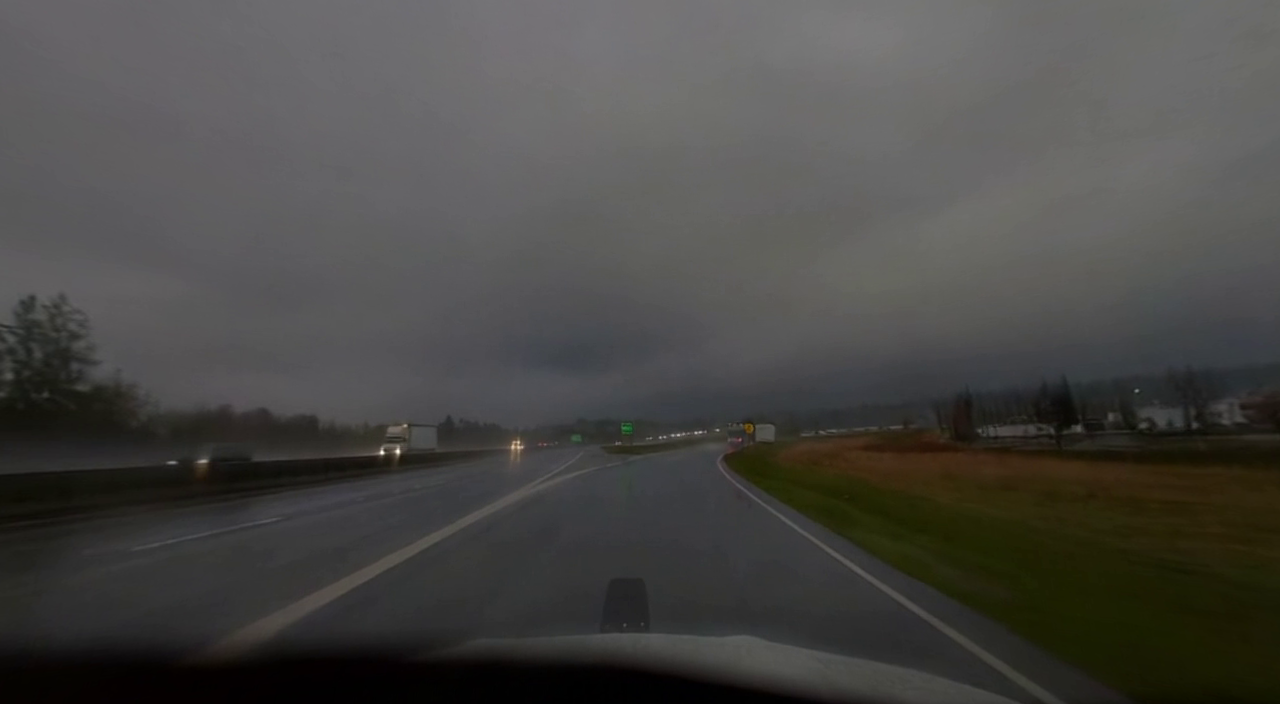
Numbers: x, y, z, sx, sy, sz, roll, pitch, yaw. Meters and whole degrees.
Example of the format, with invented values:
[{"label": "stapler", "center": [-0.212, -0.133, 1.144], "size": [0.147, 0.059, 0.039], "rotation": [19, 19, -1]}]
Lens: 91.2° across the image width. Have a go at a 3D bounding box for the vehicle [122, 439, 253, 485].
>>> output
[{"label": "vehicle", "center": [-17.721, 4.319, 24.925], "size": [1.926, 1.617, 4.566], "rotation": [0, -9, -2]}]
